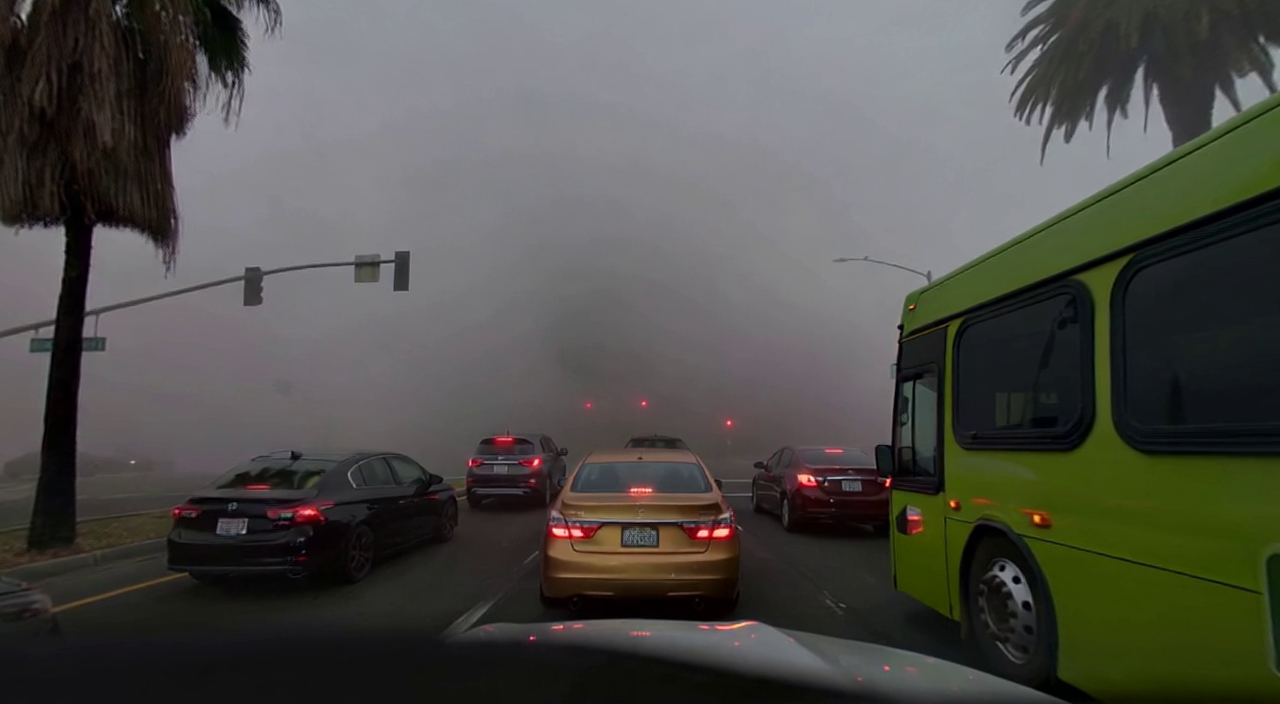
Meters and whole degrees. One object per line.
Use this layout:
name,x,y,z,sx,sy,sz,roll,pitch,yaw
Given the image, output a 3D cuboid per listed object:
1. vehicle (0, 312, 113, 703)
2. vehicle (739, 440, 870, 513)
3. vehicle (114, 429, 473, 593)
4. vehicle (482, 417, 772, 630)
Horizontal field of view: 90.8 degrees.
vehicle,-3.566,0.464,0.340,2.145,1.824,4.974,0,-9,2
vehicle,3.712,2.879,15.149,1.989,1.467,4.364,0,-9,1
vehicle,-3.613,1.718,7.697,1.919,1.415,4.178,0,-9,1
vehicle,-0.101,1.517,6.493,2.060,1.499,3.831,0,-9,0
